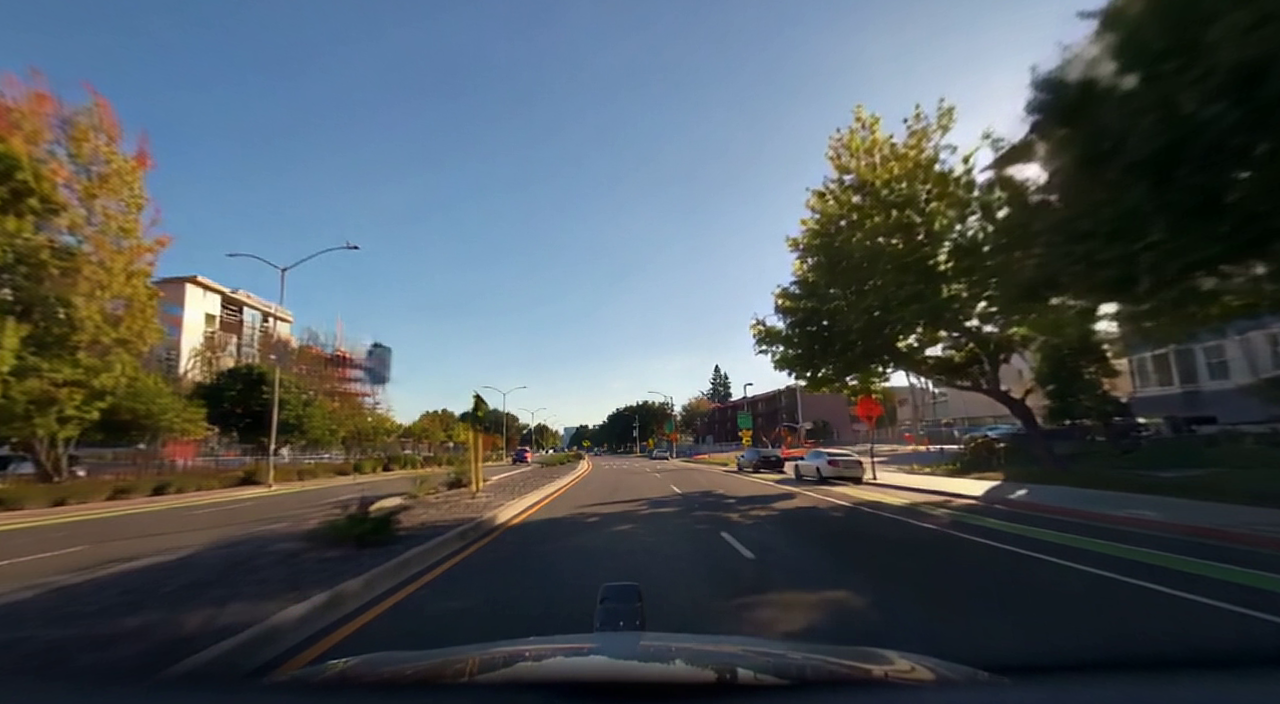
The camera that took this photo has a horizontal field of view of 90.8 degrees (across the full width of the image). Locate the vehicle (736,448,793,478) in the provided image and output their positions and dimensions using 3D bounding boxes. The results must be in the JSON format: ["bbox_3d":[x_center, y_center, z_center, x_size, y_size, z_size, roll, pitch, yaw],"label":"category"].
[{"bbox_3d":[7.502,6.685,38.362,1.977,1.540,4.307,6,-9,-7],"label":"vehicle"}]

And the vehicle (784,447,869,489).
[{"bbox_3d":[7.790,4.857,26.878,1.974,1.472,4.654,5,-9,-3],"label":"vehicle"}]
